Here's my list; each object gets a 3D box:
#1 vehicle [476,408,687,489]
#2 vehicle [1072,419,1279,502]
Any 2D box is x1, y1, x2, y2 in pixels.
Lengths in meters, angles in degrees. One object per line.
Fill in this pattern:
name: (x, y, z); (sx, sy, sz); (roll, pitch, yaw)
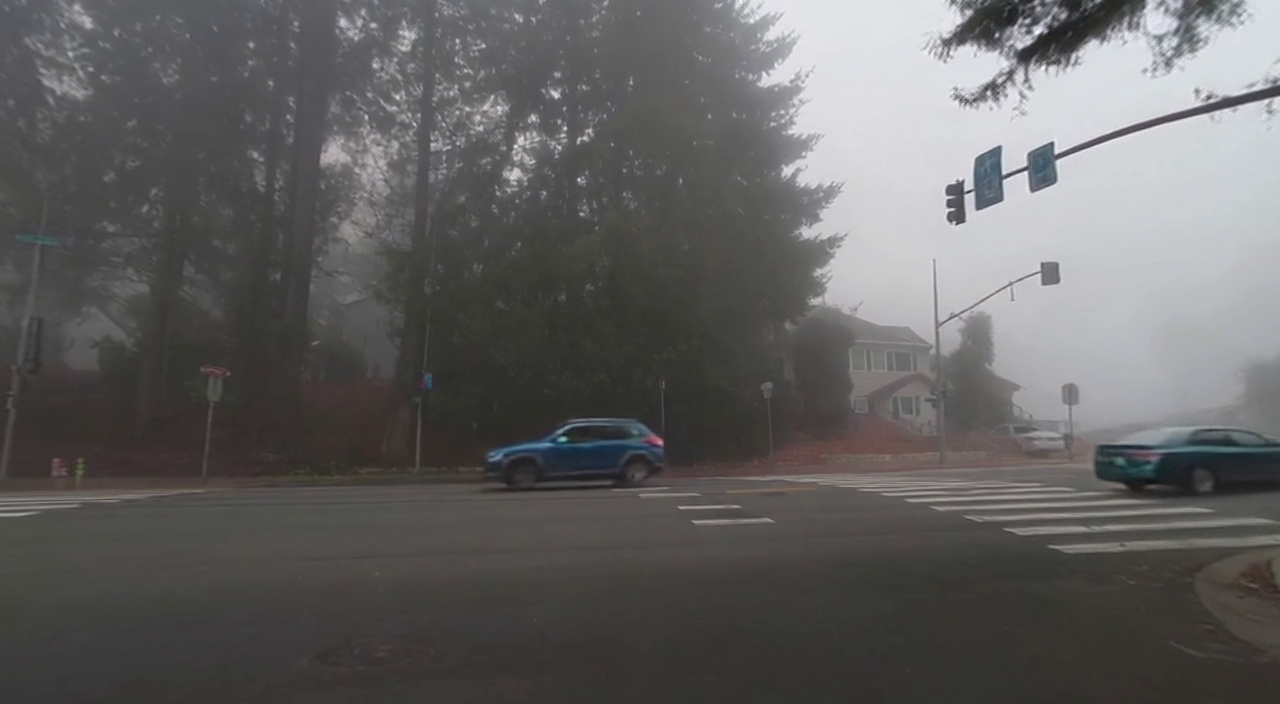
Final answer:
vehicle: (-1.503, 2.402, 15.893); (4.882, 1.783, 2.093); (3, -9, -18)
vehicle: (11.170, 2.067, 12.299); (4.517, 1.419, 1.836); (2, -9, -12)
